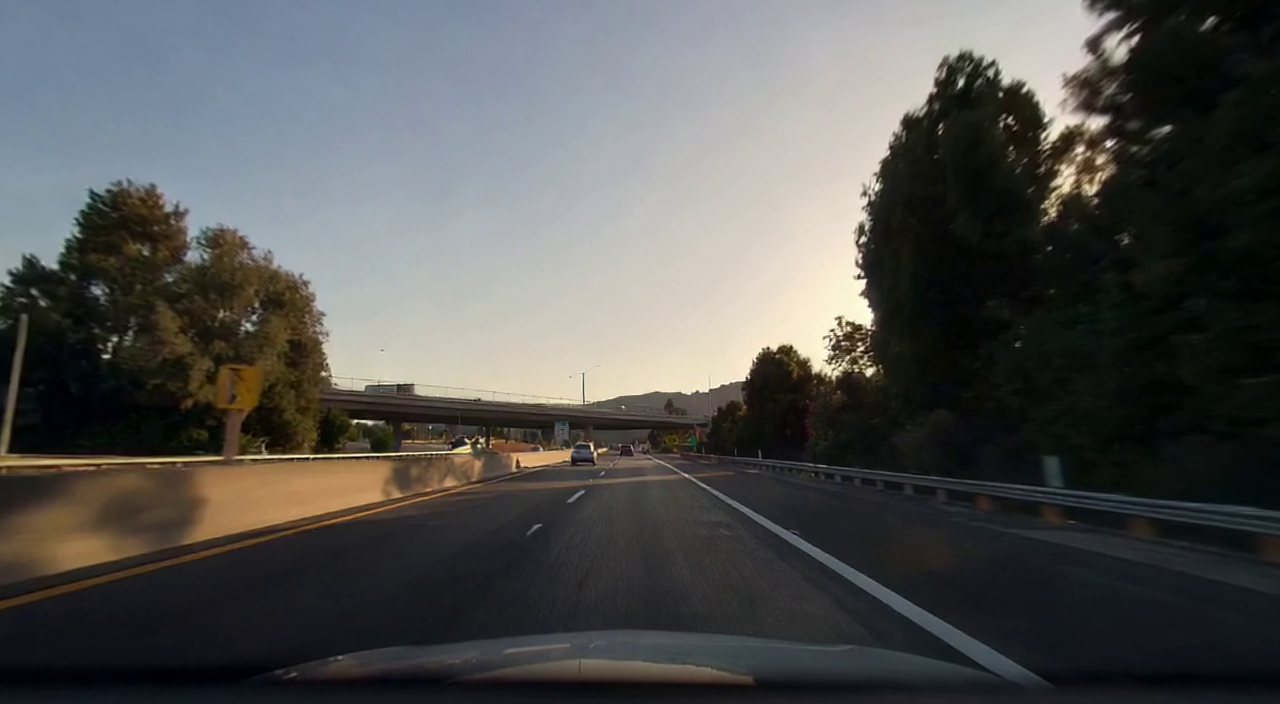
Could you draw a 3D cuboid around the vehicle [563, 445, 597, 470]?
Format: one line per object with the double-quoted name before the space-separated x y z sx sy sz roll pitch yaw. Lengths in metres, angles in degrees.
"vehicle" -3.813 6.752 40.499 1.835 1.531 3.811 0 -9 -1
